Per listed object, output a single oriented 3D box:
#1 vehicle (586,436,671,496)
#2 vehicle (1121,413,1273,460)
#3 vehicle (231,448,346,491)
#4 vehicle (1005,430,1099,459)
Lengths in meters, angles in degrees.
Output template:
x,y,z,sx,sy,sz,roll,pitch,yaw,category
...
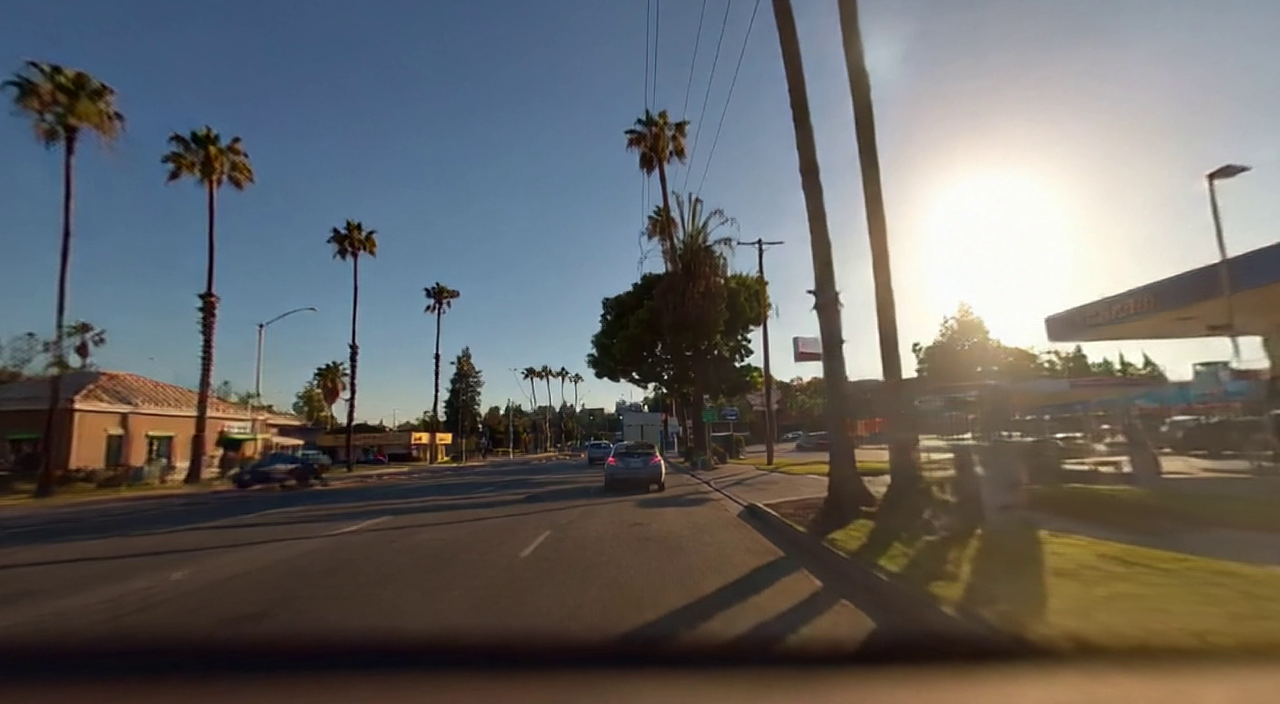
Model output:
x,y,z,sx,sy,sz,roll,pitch,yaw,category
-0.265,3.213,18.101,2.145,1.483,4.453,0,-8,1,vehicle
22.116,3.427,25.228,1.853,1.698,4.468,0,-9,-2,vehicle
-13.379,4.458,24.245,1.923,1.490,4.372,0,-8,0,vehicle
22.511,5.130,34.539,1.876,1.482,4.633,0,-10,-2,vehicle
